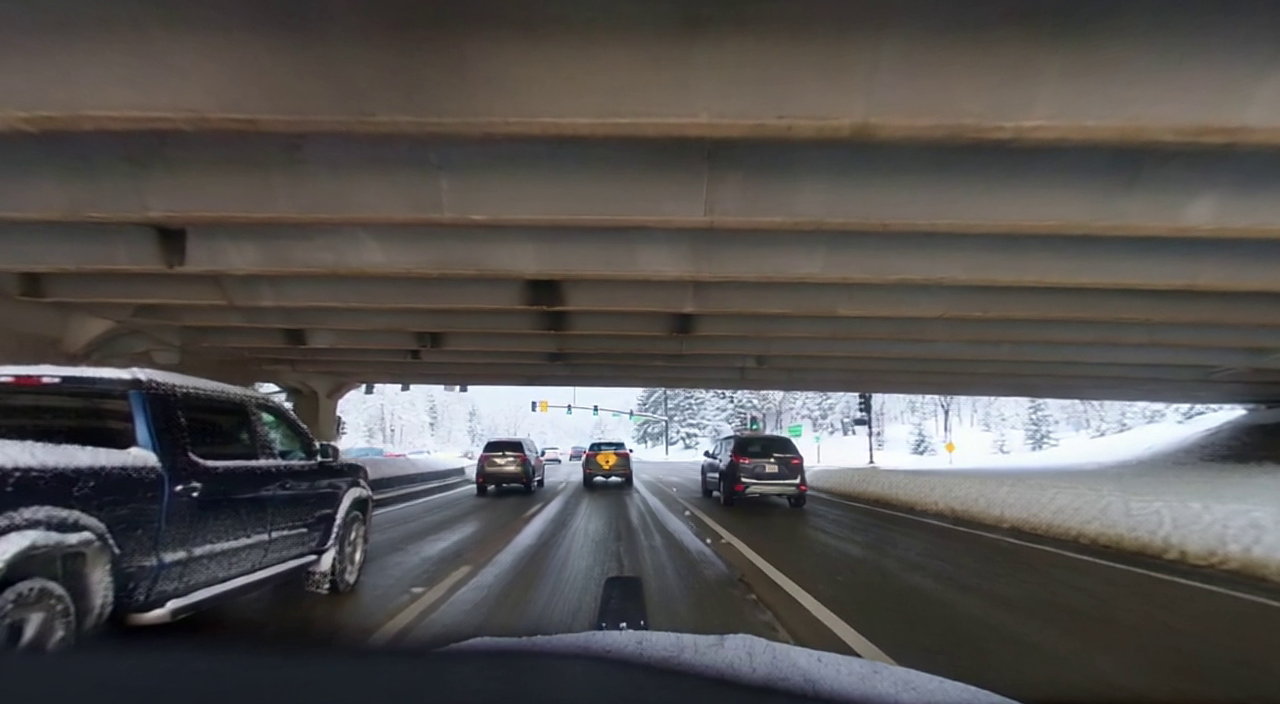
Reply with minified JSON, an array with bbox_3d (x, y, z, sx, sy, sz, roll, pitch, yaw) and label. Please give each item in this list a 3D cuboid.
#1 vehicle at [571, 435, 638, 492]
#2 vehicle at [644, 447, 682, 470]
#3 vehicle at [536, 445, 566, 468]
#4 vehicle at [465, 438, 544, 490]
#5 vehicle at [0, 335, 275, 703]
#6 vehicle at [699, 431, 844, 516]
[{"bbox_3d":[-1.176,3.807,21.839,2.097,1.748,3.794,0,-8,-2],"label":"vehicle"},{"bbox_3d":[1.501,7.094,42.256,2.026,1.457,3.969,1,-9,-6],"label":"vehicle"},{"bbox_3d":[-6.462,7.603,46.079,1.829,1.614,3.611,1,-8,-4],"label":"vehicle"},{"bbox_3d":[-4.824,4.028,23.043,2.127,1.720,4.064,0,-8,-2],"label":"vehicle"},{"bbox_3d":[-3.938,0.807,2.629,2.074,1.814,4.596,0,-8,0],"label":"vehicle"},{"bbox_3d":[2.964,2.906,15.705,2.234,1.720,5.378,0,-8,-3],"label":"vehicle"}]
